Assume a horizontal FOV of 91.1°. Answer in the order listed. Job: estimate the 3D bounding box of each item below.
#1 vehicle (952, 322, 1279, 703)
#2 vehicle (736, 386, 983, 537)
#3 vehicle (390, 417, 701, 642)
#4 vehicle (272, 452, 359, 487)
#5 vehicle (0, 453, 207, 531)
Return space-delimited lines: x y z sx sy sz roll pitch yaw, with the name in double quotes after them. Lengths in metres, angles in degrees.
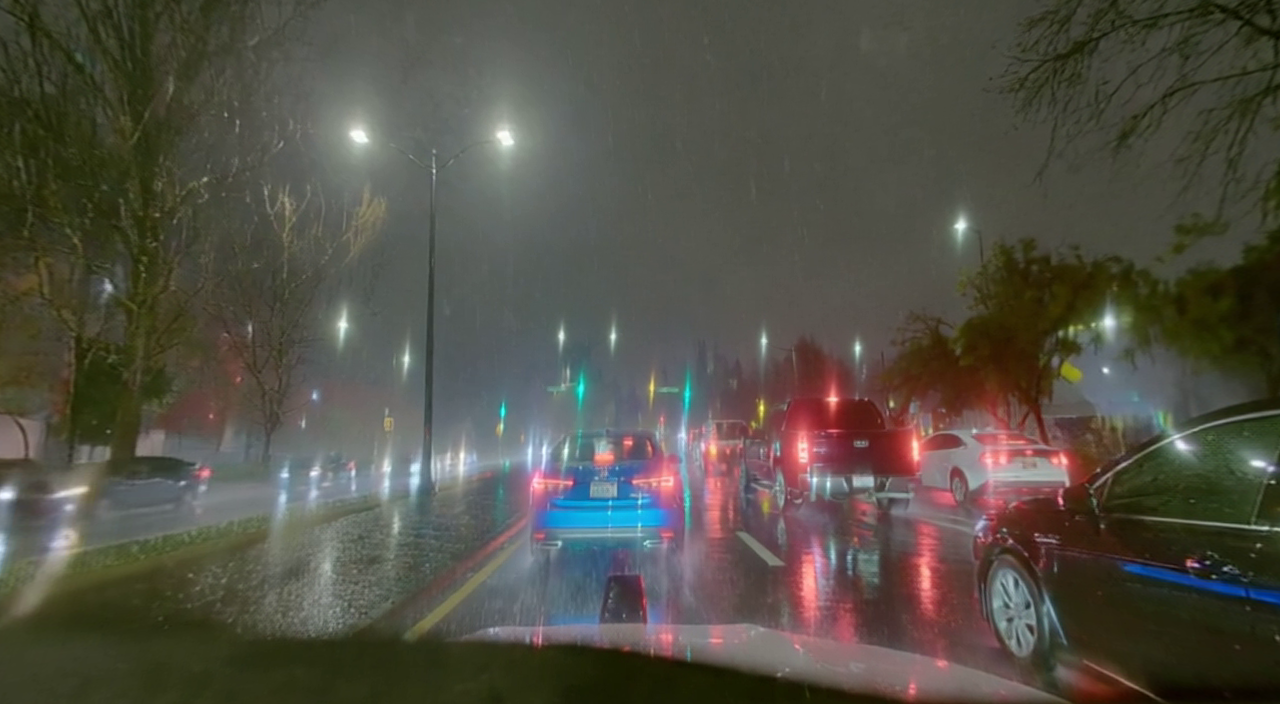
3.157 0.758 2.078 1.982 1.709 4.427 0 -9 1 "vehicle"
3.514 1.957 11.710 2.444 2.098 5.766 0 -9 -1 "vehicle"
-0.584 1.502 6.336 2.111 1.506 4.018 0 -9 2 "vehicle"
-16.020 5.782 31.243 1.966 1.563 4.203 0 -9 1 "vehicle"
-12.767 3.201 14.919 1.926 1.519 4.104 0 -9 1 "vehicle"
